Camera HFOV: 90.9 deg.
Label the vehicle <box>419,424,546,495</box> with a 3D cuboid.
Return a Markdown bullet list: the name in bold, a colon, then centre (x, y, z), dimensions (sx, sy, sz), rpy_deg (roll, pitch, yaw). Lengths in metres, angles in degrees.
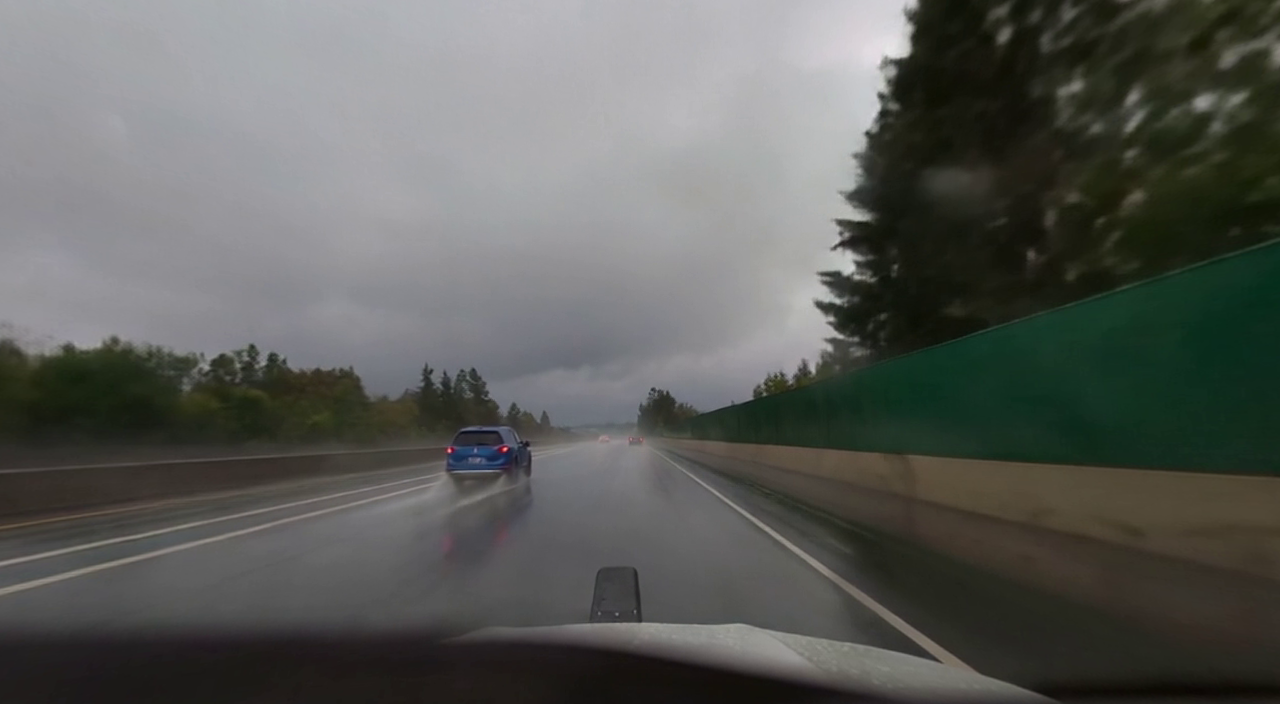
- **vehicle**: centre (-3.803, 2.670, 16.200), dimensions (2.072, 1.545, 4.767), rpy_deg (0, -8, 0)

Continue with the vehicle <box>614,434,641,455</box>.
- **vehicle**: centre (-0.910, 6.564, 44.877), dimensions (1.836, 1.450, 3.519), rpy_deg (0, -8, -1)
